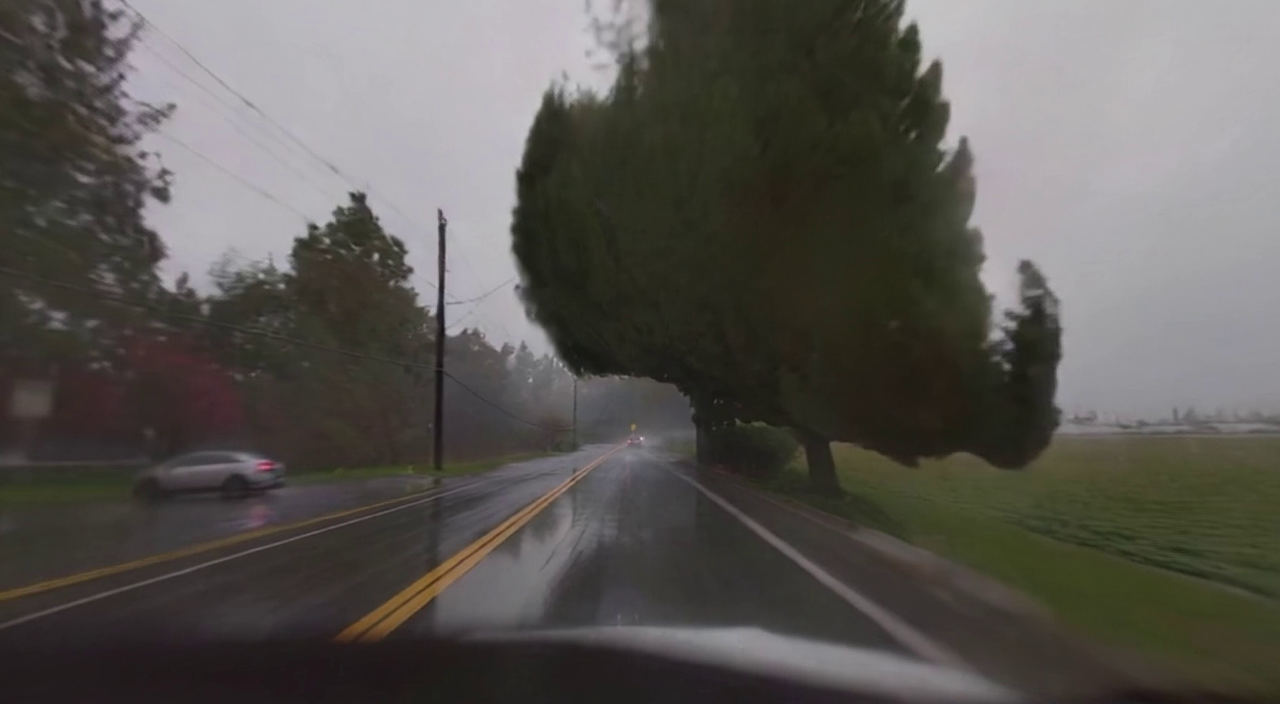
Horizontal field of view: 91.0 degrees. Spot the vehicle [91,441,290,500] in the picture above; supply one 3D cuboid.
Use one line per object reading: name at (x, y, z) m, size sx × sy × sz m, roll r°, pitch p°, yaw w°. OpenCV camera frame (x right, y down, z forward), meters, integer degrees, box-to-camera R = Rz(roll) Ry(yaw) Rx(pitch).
vehicle at (-14.614, 3.844, 20.717) m, size 4.894 × 1.774 × 2.150 m, roll -1°, pitch -8°, yaw 1°
